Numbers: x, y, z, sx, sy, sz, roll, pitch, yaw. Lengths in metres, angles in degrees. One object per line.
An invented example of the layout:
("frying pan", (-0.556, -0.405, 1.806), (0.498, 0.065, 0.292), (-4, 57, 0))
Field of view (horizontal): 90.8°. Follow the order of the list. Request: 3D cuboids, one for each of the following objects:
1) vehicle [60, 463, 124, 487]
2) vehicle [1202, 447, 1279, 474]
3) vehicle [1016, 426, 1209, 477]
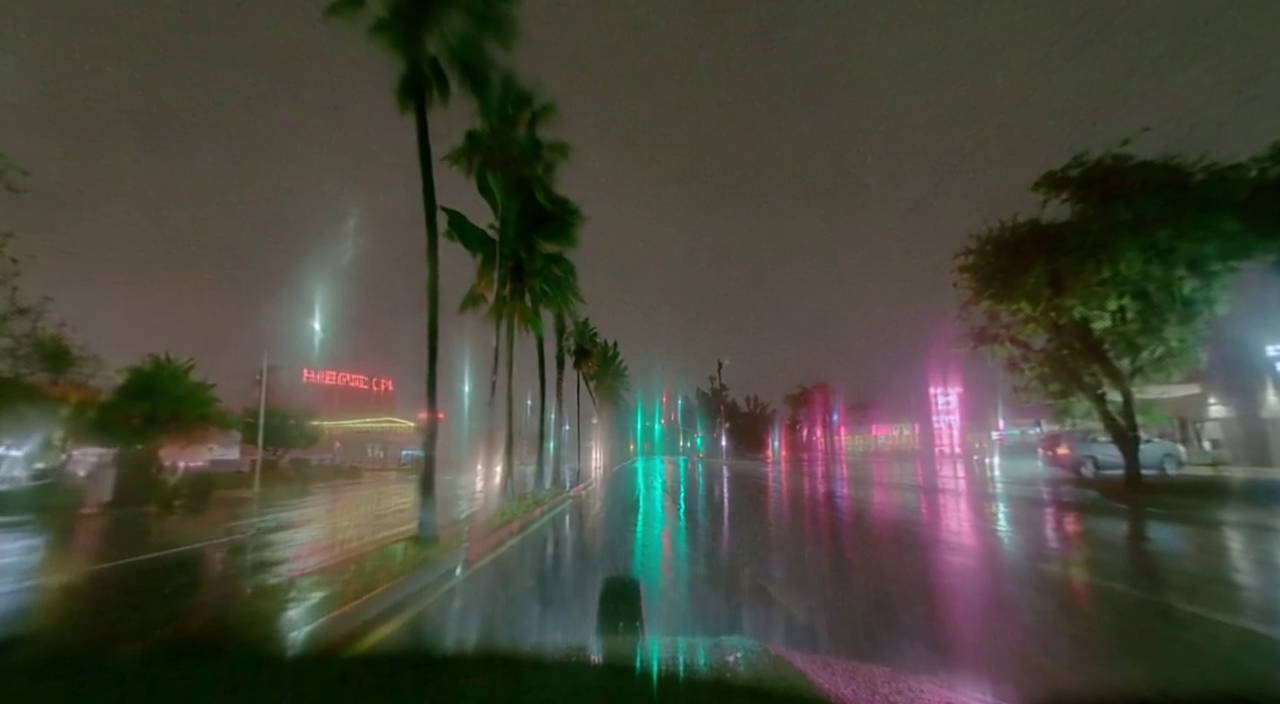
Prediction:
("vehicle", (-42.154, 9.396, 48.578), (4.464, 1.684, 2.128), (-5, -10, 28))
("vehicle", (39.550, 7.077, 41.404), (1.919, 1.613, 3.862), (-2, -9, 5))
("vehicle", (21.427, 4.540, 28.958), (6.489, 2.179, 2.882), (0, -9, -1))
